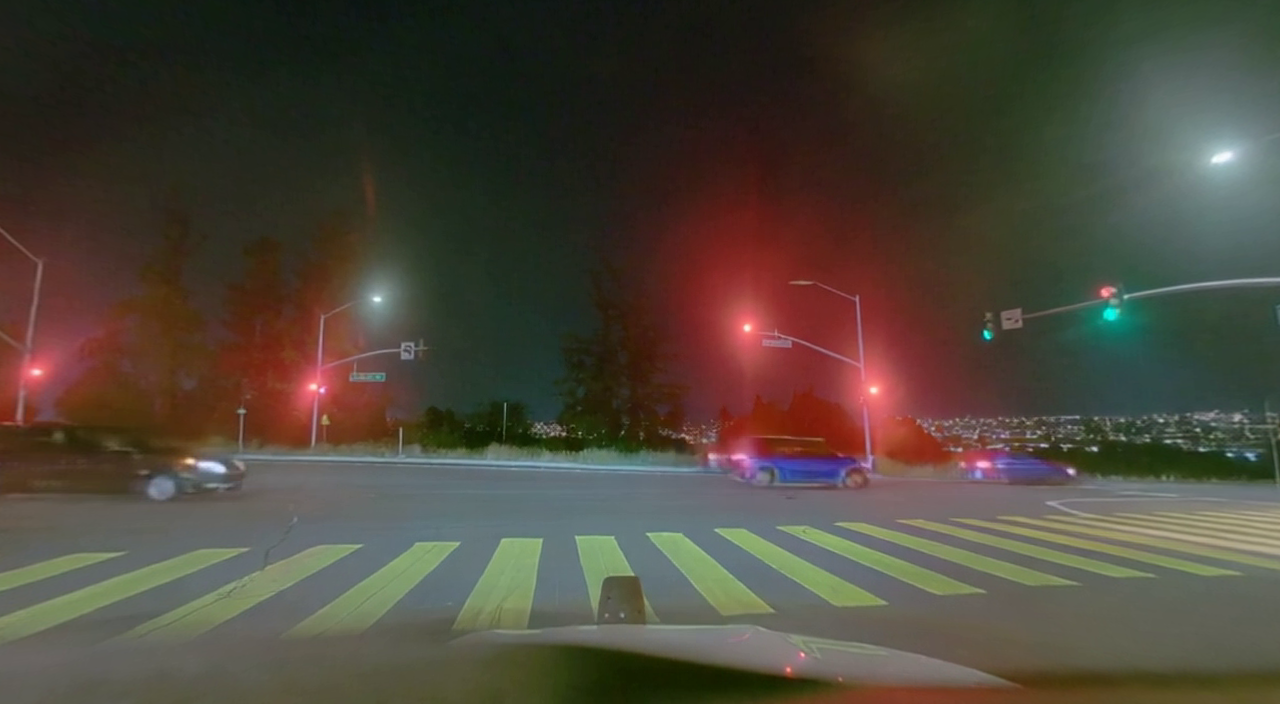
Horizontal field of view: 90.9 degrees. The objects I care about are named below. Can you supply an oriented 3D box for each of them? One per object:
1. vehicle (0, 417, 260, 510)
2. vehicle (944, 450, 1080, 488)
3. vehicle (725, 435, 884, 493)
[{"bbox_3d":[-10.071,1.993,11.512,4.952,1.511,1.855,2,-9,-17],"label":"vehicle"},{"bbox_3d":[15.976,4.986,27.141,5.203,1.488,1.907,3,-9,-17],"label":"vehicle"},{"bbox_3d":[5.290,3.565,20.425,4.626,1.710,1.891,3,-9,-17],"label":"vehicle"}]
